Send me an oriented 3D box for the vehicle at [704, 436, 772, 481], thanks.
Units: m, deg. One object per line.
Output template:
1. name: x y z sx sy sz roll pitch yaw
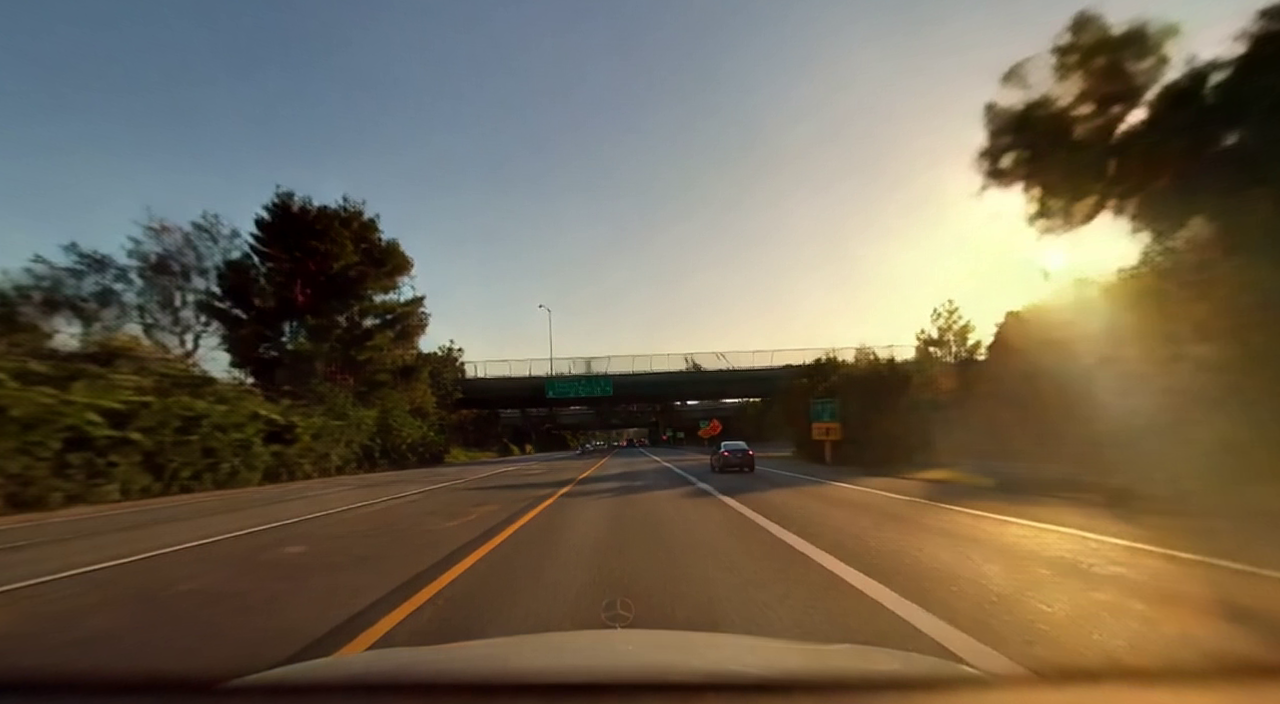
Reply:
1. vehicle: 3.463 3.815 22.895 1.781 1.470 3.540 0 -8 -2
